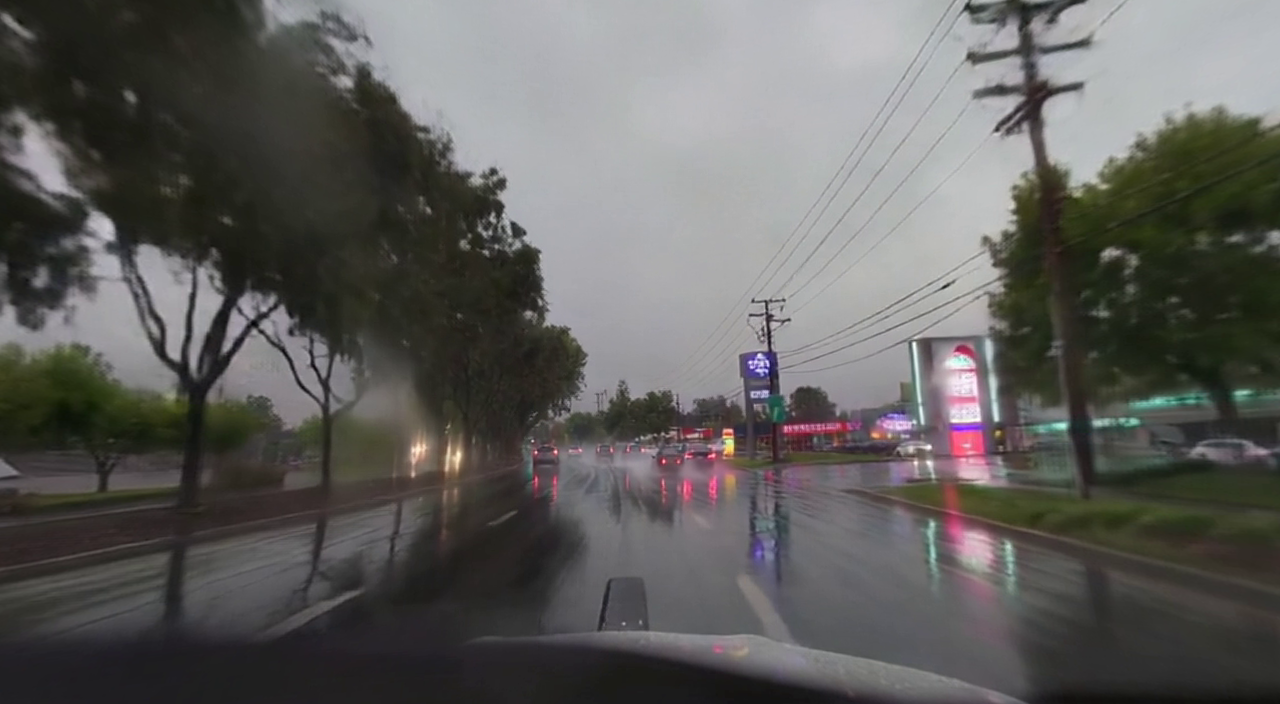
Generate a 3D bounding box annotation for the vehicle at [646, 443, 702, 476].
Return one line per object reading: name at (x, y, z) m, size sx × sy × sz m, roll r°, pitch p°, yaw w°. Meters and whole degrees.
vehicle at (1.511, 5.103, 30.204) m, size 2.130 × 1.476 × 4.453 m, roll 1°, pitch -9°, yaw -4°

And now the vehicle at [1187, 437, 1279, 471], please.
vehicle at (32.503, 5.434, 33.615) m, size 4.430 × 1.617 × 2.092 m, roll -4°, pitch -10°, yaw 11°

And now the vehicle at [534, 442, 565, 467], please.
vehicle at (-6.877, 7.830, 48.313) m, size 2.195 × 1.752 × 4.515 m, roll 1°, pitch -9°, yaw -6°
